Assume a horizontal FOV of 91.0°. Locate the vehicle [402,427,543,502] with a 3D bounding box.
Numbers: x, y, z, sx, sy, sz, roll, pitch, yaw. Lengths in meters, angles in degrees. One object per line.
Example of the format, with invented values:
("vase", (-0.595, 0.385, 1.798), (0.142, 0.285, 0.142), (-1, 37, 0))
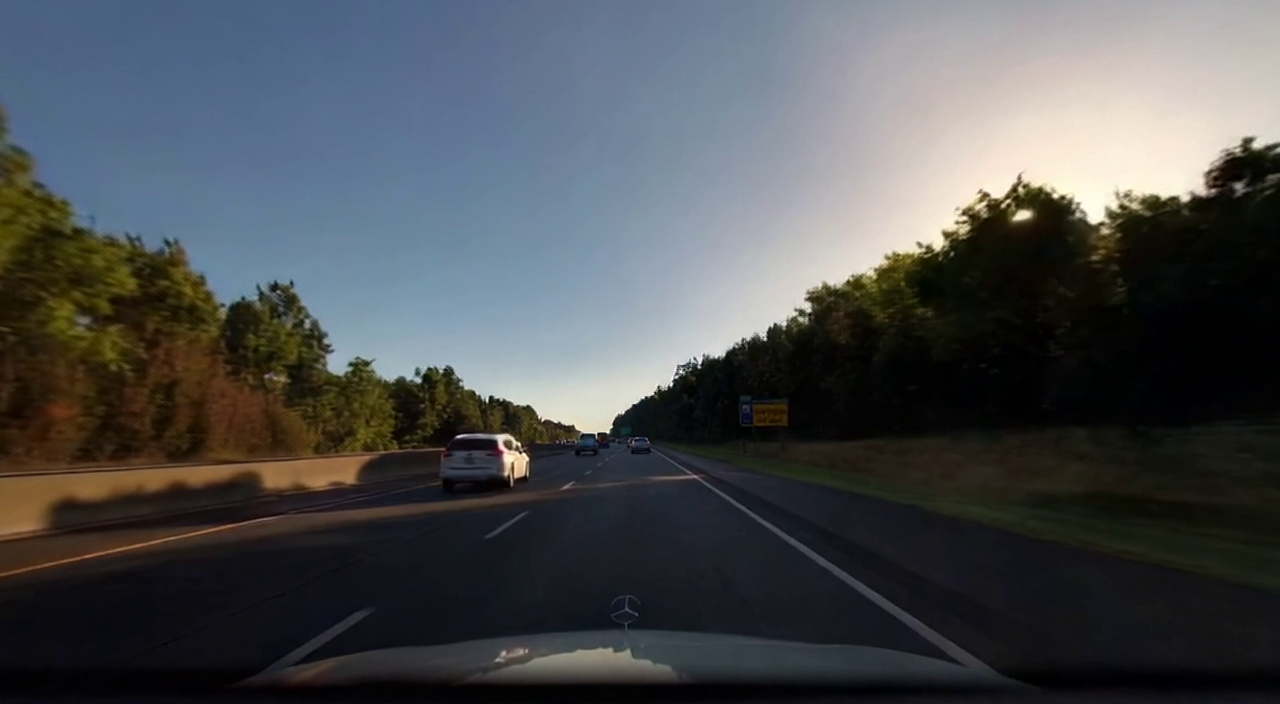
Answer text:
("vehicle", (-3.907, 2.717, 15.663), (2.190, 1.571, 4.643), (0, -8, 1))
